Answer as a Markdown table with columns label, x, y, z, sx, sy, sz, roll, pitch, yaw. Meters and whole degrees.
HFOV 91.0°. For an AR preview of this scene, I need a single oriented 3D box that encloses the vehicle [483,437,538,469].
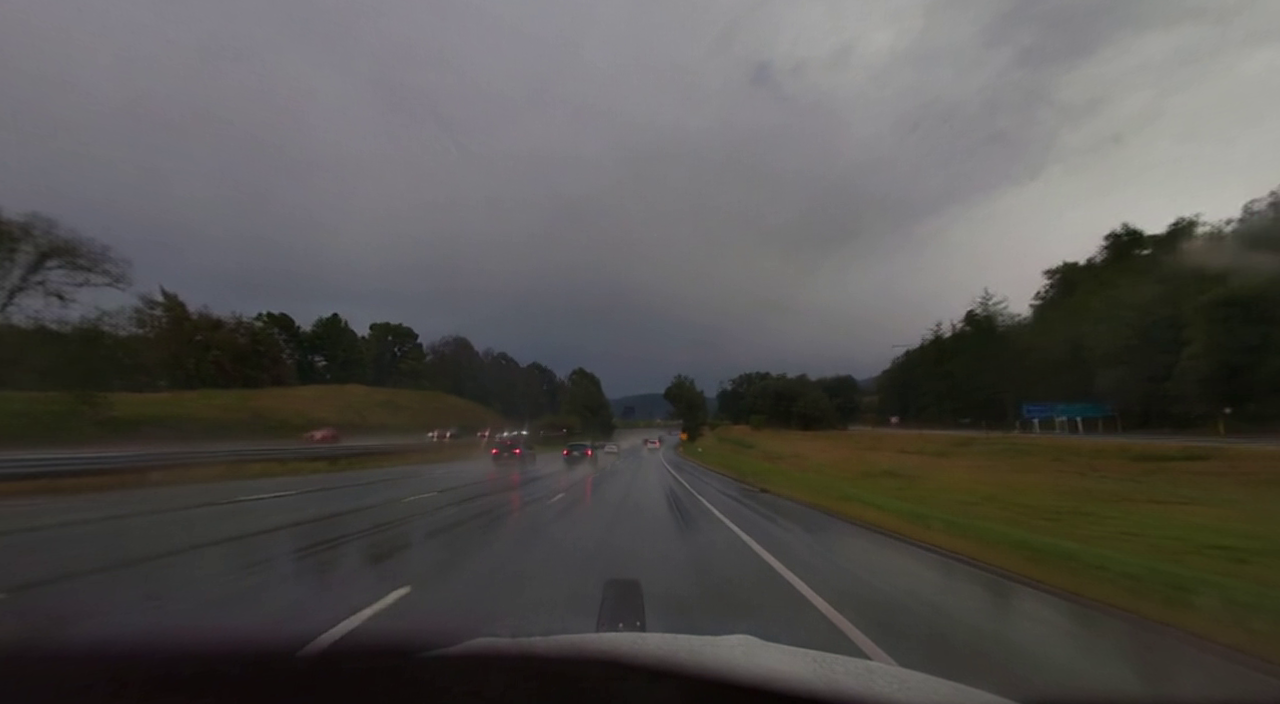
| label | x | y | z | sx | sy | sz | roll | pitch | yaw |
| --- | --- | --- | --- | --- | --- | --- | --- | --- | --- |
| vehicle | -7.465 | 5.896 | 36.792 | 2.108 | 1.686 | 4.556 | 0 | -9 | 2 |

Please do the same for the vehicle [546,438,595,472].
| label | x | y | z | sx | sy | sz | roll | pitch | yaw |
| --- | --- | --- | --- | --- | --- | --- | --- | --- | --- |
| vehicle | -3.758 | 5.648 | 34.663 | 2.035 | 1.673 | 4.469 | 0 | -9 | 2 |
